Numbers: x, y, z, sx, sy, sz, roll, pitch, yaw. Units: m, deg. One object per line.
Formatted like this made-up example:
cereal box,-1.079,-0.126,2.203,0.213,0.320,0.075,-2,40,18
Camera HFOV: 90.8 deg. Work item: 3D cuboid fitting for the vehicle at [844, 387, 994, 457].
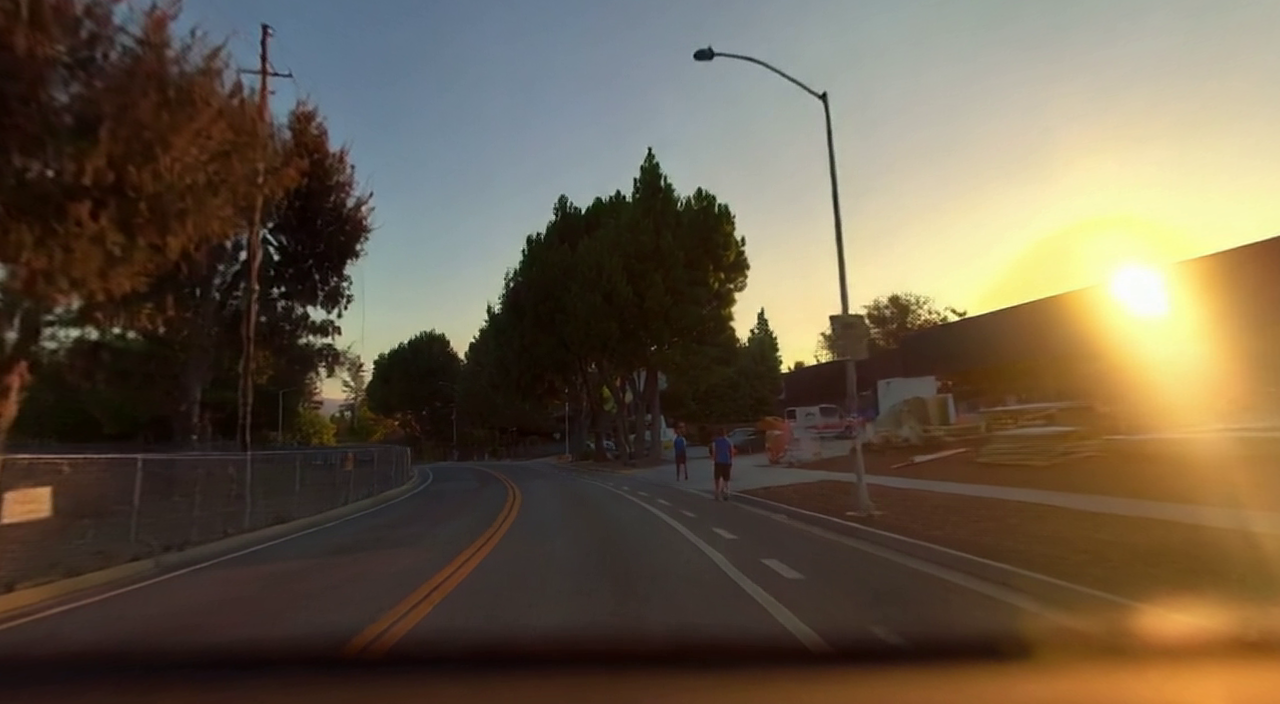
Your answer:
vehicle,8.231,2.132,18.734,3.674,1.559,1.775,8,-11,-9

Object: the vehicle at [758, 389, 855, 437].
vehicle,8.216,3.031,31.081,4.180,1.880,2.028,8,-9,-23

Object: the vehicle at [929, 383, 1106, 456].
vehicle,9.395,1.747,15.915,3.451,1.504,1.652,4,-10,-5

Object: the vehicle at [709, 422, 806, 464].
vehicle,6.747,5.187,36.238,5.021,1.930,2.119,-1,-9,-27
